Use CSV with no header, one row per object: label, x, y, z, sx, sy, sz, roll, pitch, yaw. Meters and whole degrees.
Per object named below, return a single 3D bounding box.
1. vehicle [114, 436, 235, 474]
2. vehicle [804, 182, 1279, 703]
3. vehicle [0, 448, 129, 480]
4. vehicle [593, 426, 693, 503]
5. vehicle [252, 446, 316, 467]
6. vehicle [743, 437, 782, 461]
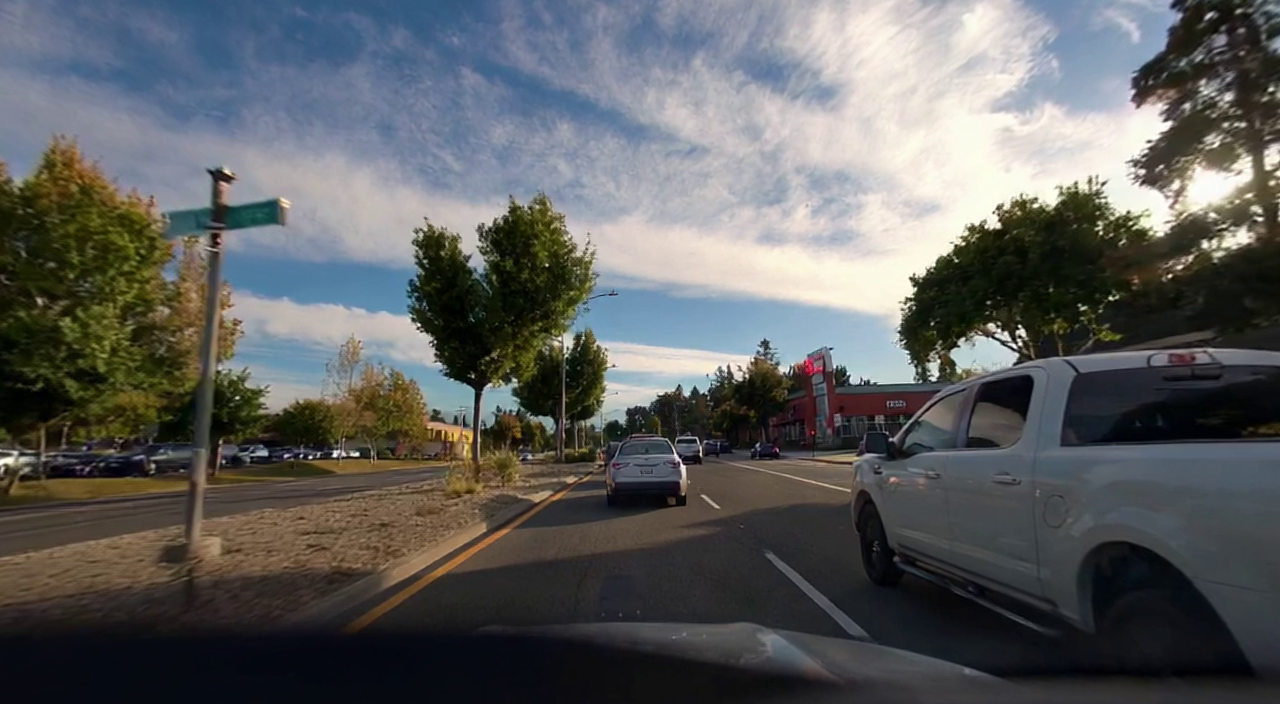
vehicle,-32.363,7.210,44.264,2.664,2.215,7.903,-4,-9,-1
vehicle,3.299,0.857,4.068,2.731,2.101,6.047,0,-8,-1
vehicle,-27.869,5.401,30.441,4.578,1.446,1.899,0,-9,-1
vehicle,0.044,2.740,15.699,2.145,1.650,4.021,0,-8,-1
vehicle,-28.260,8.320,49.991,3.894,1.527,1.872,-1,-10,-1
vehicle,8.730,6.943,45.120,2.091,1.612,4.121,0,-8,2
